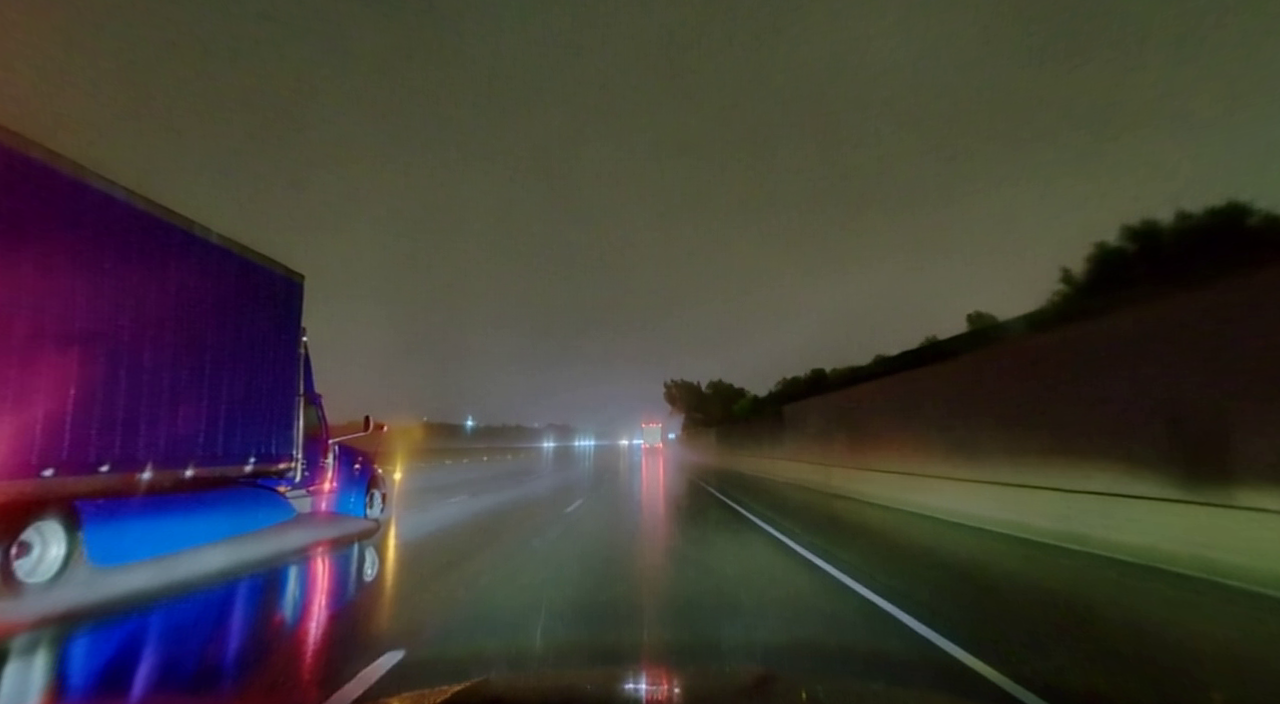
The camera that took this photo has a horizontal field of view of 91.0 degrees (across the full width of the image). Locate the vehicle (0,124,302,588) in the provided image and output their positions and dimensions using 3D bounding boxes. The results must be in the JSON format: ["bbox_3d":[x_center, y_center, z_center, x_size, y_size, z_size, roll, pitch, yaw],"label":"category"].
[{"bbox_3d":[-7.007,0.032,5.460,2.996,3.947,8.600,0,-9,2],"label":"vehicle"}]
